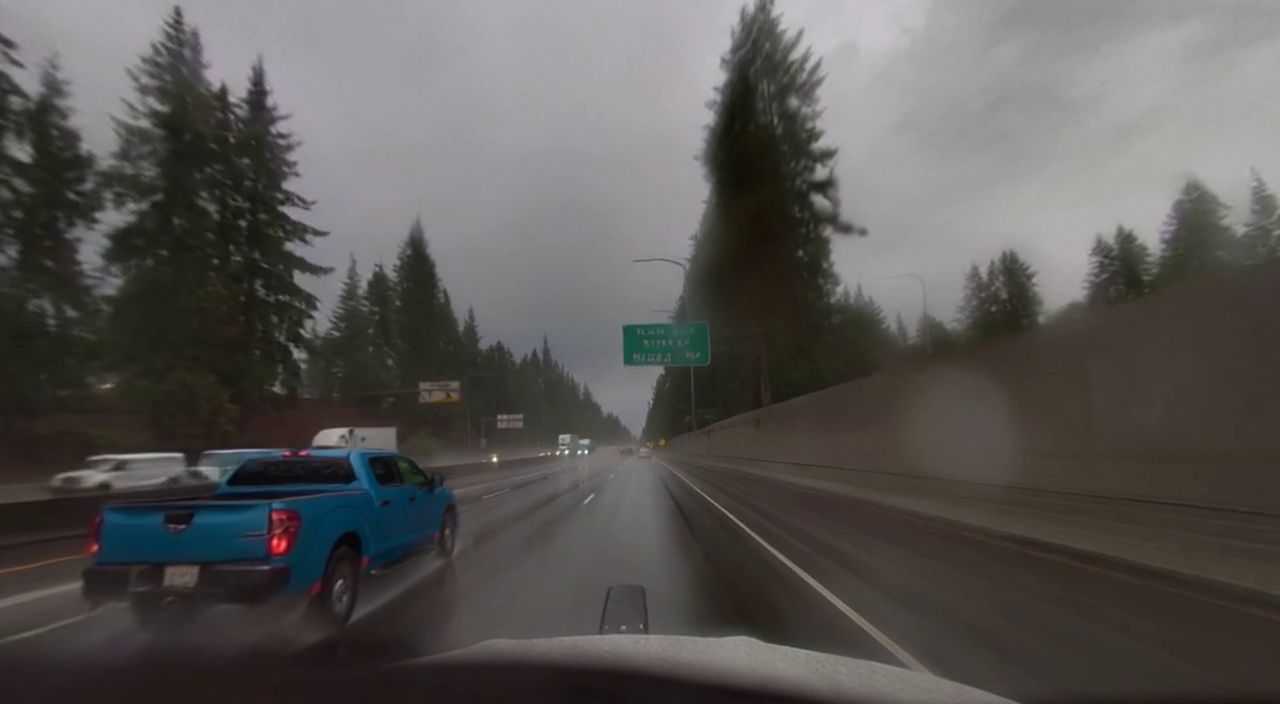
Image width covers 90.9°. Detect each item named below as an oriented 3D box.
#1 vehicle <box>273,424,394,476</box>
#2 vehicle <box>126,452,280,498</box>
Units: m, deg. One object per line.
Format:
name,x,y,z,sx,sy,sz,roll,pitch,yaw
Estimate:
vehicle,-21.573,6.985,45.481,3.101,3.238,10.911,-1,-8,1
vehicle,-21.936,6.173,32.281,2.698,1.930,7.081,-1,-8,2
